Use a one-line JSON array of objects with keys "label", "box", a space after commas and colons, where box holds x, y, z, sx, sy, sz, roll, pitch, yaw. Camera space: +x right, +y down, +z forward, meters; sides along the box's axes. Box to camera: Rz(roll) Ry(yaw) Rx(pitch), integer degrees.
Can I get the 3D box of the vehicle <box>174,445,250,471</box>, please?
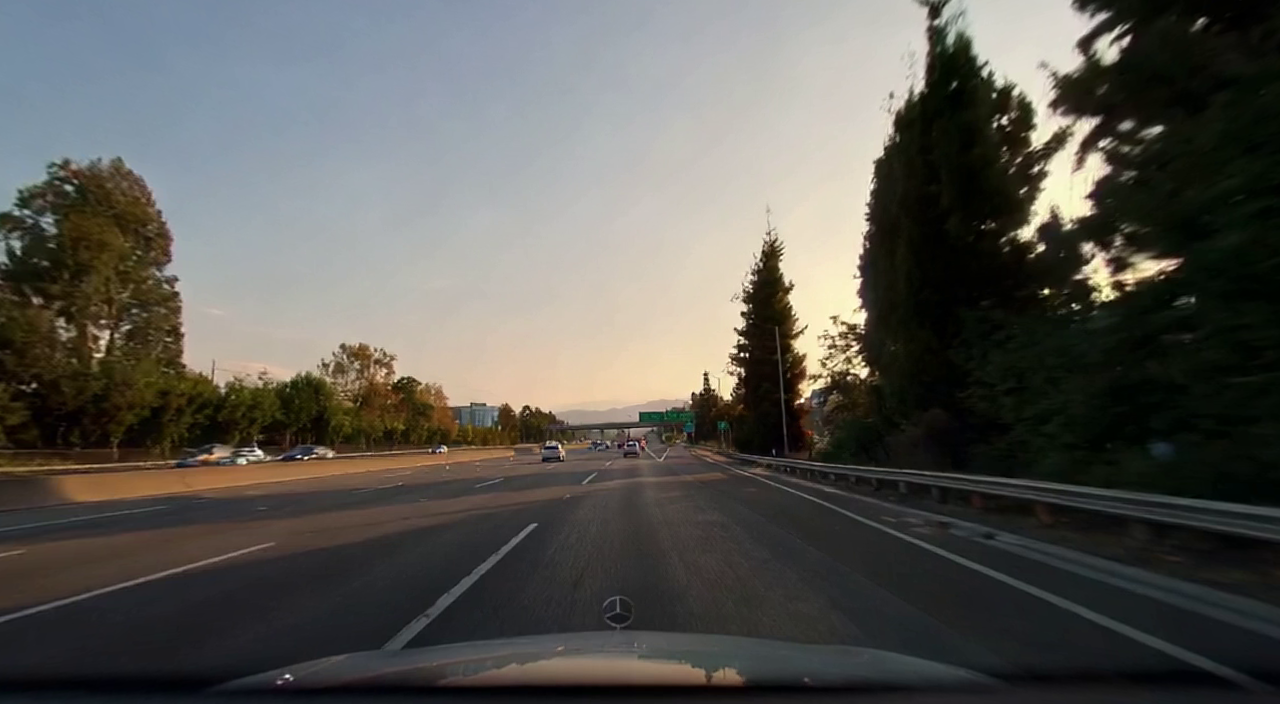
[{"label": "vehicle", "box": [-29.407, 7.301, 43.594, 2.115, 1.686, 4.501, 0, -9, 0]}]
